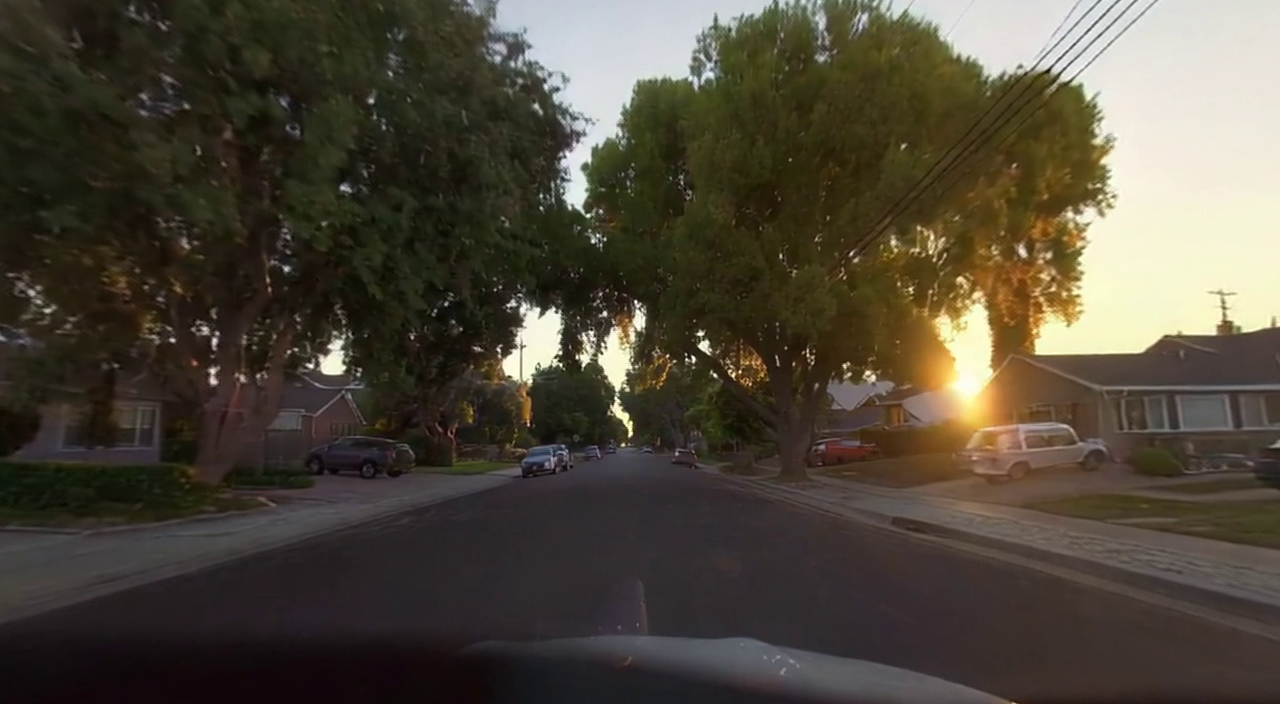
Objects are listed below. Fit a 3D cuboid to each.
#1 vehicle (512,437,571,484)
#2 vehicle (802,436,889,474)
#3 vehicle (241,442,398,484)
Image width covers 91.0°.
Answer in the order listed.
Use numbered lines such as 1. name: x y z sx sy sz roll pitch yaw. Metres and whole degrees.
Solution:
1. vehicle: -5.578 6.183 36.435 2.482 2.054 5.323 1 -3 1
2. vehicle: 10.038 5.043 30.964 3.647 1.784 1.650 -1 -8 1
3. vehicle: -12.403 4.320 24.612 4.977 1.558 2.079 0 -9 0
